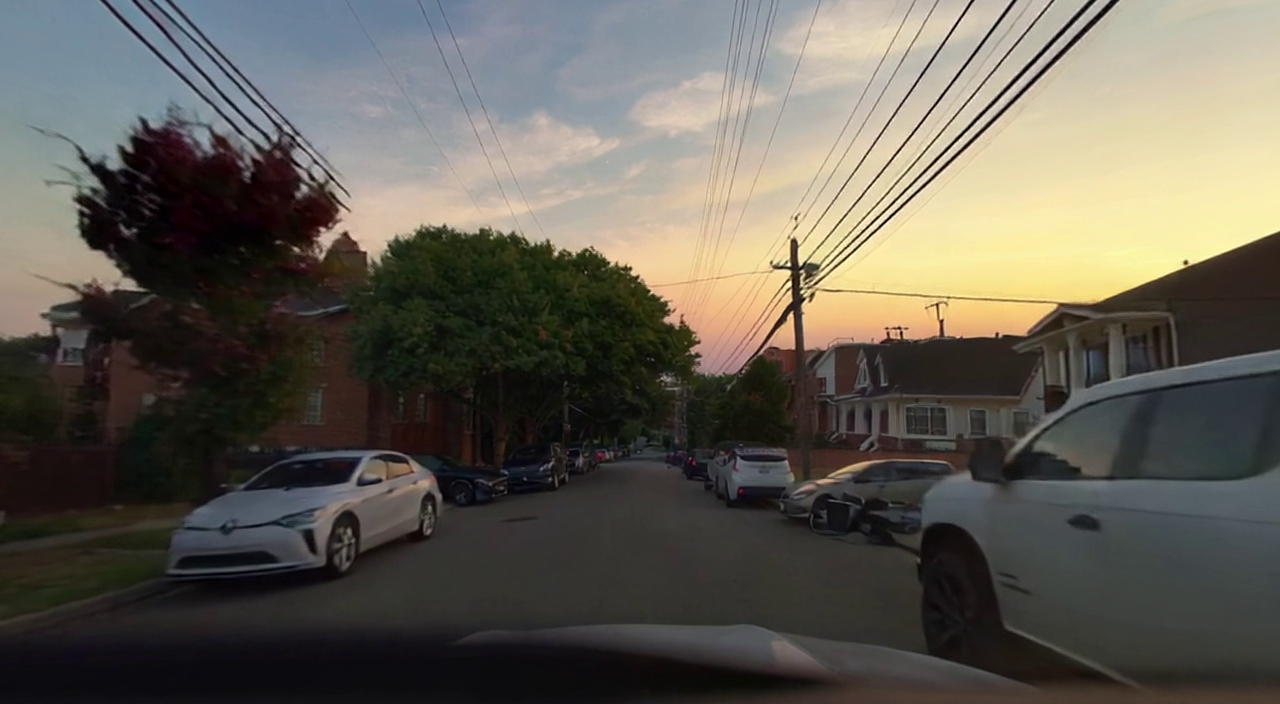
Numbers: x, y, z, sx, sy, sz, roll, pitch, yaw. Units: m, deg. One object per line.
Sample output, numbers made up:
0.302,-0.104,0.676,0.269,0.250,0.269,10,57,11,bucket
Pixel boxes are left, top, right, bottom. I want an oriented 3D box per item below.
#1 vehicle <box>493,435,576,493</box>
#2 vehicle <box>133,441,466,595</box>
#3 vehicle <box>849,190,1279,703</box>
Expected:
-3.871,4.187,24.167,2.280,1.953,5.092,0,-8,0,vehicle
-4.117,2.037,8.815,1.988,1.541,4.686,0,-8,1,vehicle
2.746,0.705,2.175,2.295,2.019,5.212,0,-8,1,vehicle
